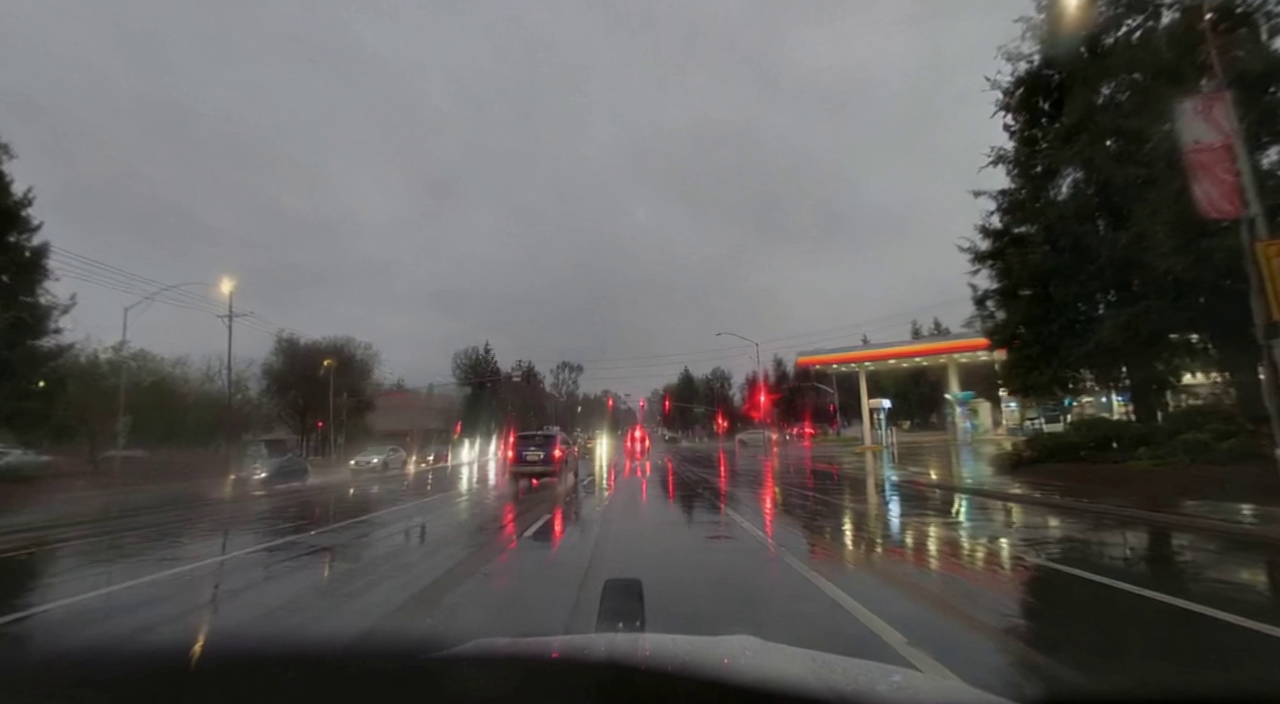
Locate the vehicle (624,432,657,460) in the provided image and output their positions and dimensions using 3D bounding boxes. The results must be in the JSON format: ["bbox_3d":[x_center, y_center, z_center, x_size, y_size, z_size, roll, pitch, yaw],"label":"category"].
[{"bbox_3d":[0.092,6.616,44.478,2.224,1.819,5.005,0,-9,1],"label":"vehicle"}]

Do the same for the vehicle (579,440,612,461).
[{"bbox_3d":[-3.085,6.974,44.835,1.881,1.424,4.098,0,-9,2],"label":"vehicle"}]

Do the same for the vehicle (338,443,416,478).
[{"bbox_3d":[-13.450,5.571,32.679,1.981,1.671,4.598,0,-9,1],"label":"vehicle"}]

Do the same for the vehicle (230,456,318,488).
[{"bbox_3d":[-16.968,5.566,29.516,1.765,1.310,3.824,0,-9,0],"label":"vehicle"}]

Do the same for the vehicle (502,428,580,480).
[{"bbox_3d":[-3.506,3.751,23.293,2.096,1.718,4.266,0,-9,1],"label":"vehicle"}]
